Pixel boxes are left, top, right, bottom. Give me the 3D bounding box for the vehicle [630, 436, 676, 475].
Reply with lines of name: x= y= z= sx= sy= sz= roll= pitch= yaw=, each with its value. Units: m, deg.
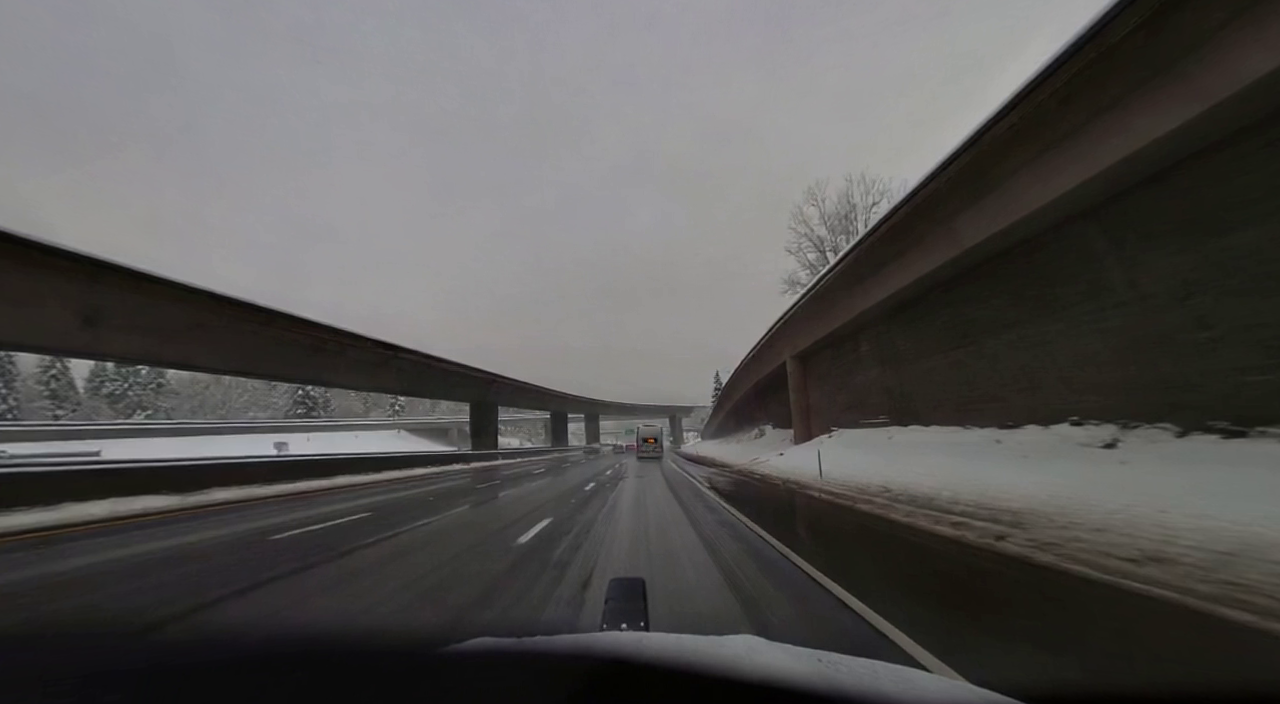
vehicle: x=0.550 y=4.901 z=30.150 sx=2.052 sy=1.711 sz=4.223 roll=0 pitch=-8 yaw=-1
